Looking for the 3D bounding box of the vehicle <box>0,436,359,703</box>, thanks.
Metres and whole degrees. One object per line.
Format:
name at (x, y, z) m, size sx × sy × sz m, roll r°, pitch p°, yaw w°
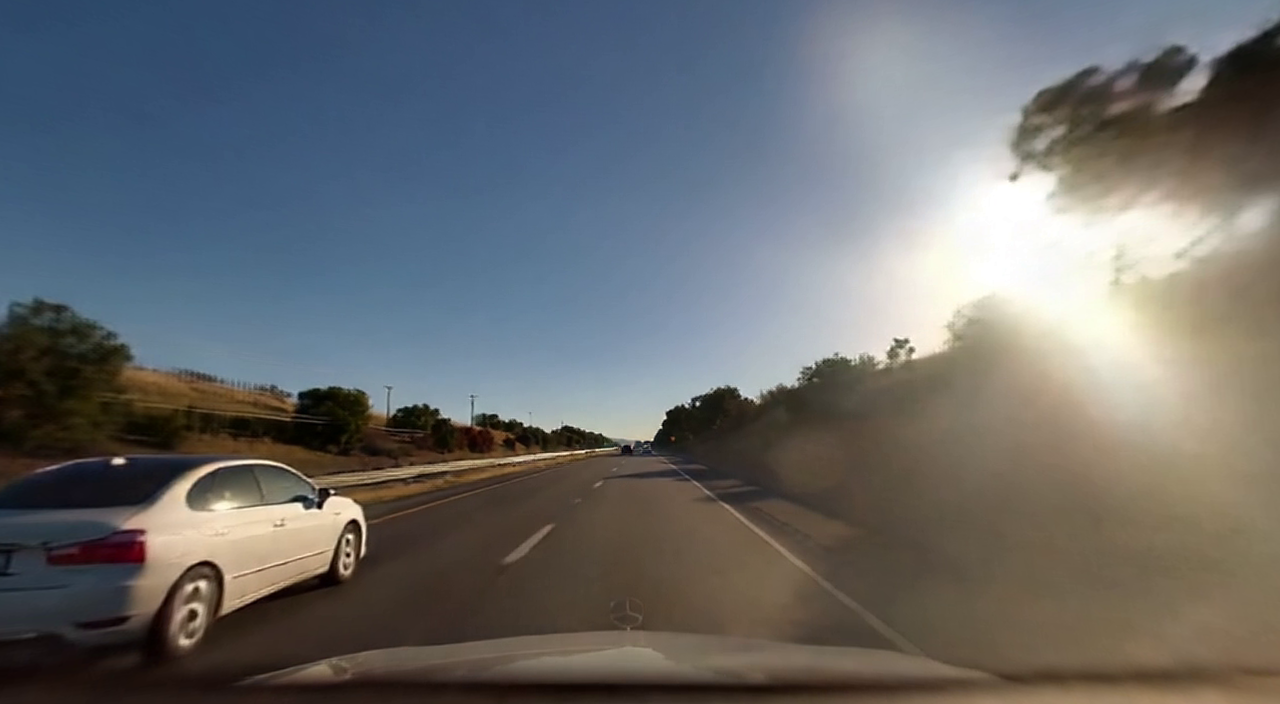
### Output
vehicle at (-3.626, 1.141, 3.420) m, size 2.096 × 1.343 × 4.503 m, roll 0°, pitch -8°, yaw 0°
